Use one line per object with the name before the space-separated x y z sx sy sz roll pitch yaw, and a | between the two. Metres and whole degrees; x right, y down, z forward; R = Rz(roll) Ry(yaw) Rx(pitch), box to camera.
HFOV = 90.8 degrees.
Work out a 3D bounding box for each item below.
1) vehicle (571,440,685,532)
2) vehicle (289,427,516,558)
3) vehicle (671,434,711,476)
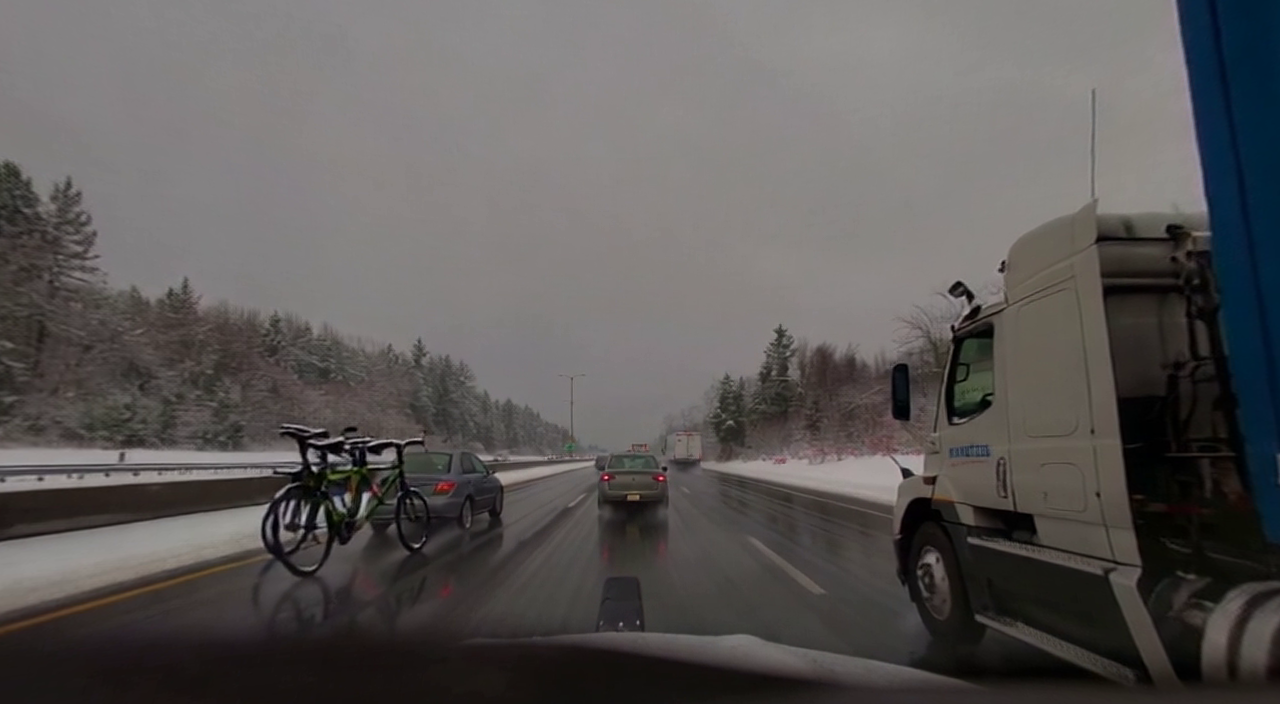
vehicle | -0.237 2.613 12.748 1.973 1.574 3.426 0 -9 -1
vehicle | -3.541 2.191 10.550 1.985 1.671 4.604 0 -9 0
vehicle | 3.440 7.149 43.859 2.234 2.679 5.372 0 -9 -1
